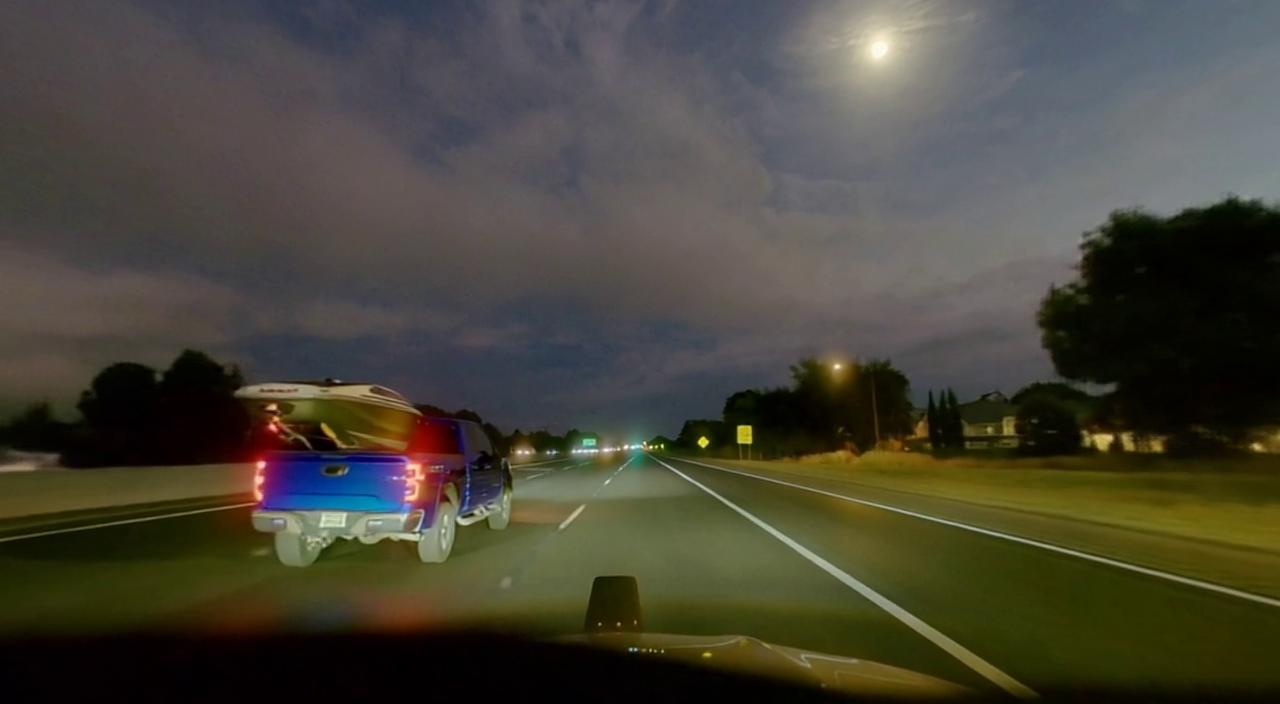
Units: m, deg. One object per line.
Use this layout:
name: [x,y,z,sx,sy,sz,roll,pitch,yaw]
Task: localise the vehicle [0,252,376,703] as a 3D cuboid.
vehicle: [-2.887,0.645,1.701,1.919,1.935,5.609,0,-9,0]
